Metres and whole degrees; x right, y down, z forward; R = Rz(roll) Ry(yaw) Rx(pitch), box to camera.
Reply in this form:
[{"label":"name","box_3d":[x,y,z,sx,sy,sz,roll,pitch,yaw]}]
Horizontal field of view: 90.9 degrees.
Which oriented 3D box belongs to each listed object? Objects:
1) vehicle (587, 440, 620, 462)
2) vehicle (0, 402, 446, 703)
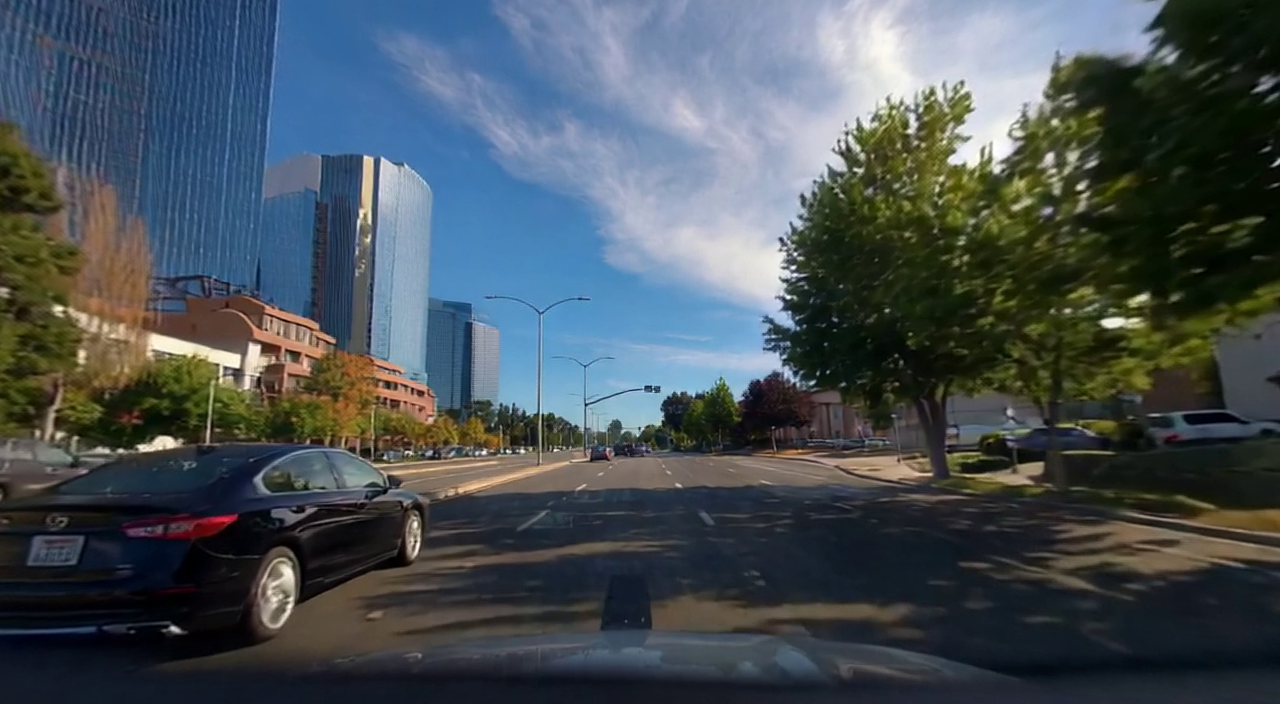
[{"label":"vehicle","box_3d":[-2.837,7.759,49.468,2.197,1.486,4.654,-4,-8,0]},{"label":"vehicle","box_3d":[-3.387,1.387,5.267,2.009,1.489,4.543,-5,-8,0]}]
